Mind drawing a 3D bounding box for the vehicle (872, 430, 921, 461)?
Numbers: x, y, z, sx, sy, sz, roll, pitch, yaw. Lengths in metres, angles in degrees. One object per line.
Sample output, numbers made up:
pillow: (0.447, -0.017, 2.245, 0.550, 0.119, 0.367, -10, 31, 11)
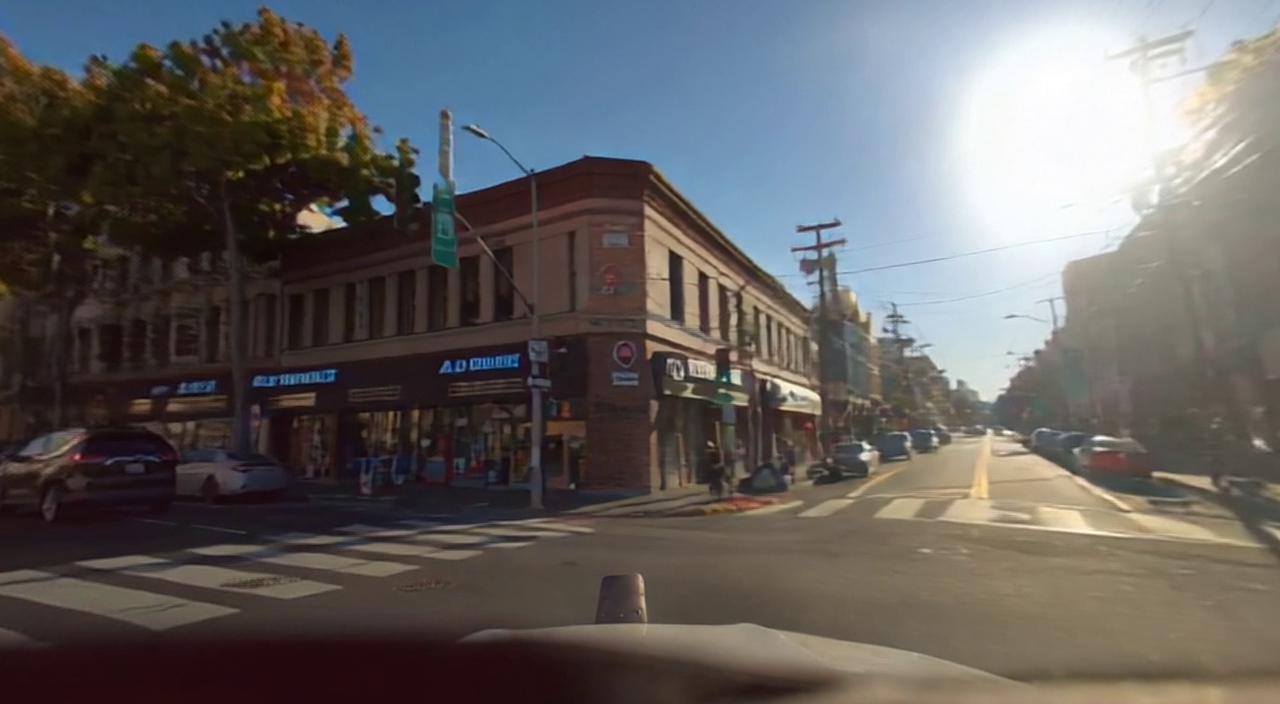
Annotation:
vehicle: (17.958, 6.589, 44.080, 2.510, 1.859, 5.449, -5, -12, 27)

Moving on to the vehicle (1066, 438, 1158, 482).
vehicle: (17.975, 4.104, 24.291, 2.062, 1.526, 3.989, -4, -9, 26)

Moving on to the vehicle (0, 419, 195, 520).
vehicle: (-12.508, 2.548, 14.201, 4.611, 1.882, 2.440, -6, -10, 33)

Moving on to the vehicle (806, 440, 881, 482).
vehicle: (8.739, 4.575, 26.903, 2.179, 1.596, 4.286, -5, -9, 29)

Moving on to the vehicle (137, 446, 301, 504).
vehicle: (-12.838, 3.658, 19.242, 4.703, 1.550, 2.059, -5, -9, 28)
